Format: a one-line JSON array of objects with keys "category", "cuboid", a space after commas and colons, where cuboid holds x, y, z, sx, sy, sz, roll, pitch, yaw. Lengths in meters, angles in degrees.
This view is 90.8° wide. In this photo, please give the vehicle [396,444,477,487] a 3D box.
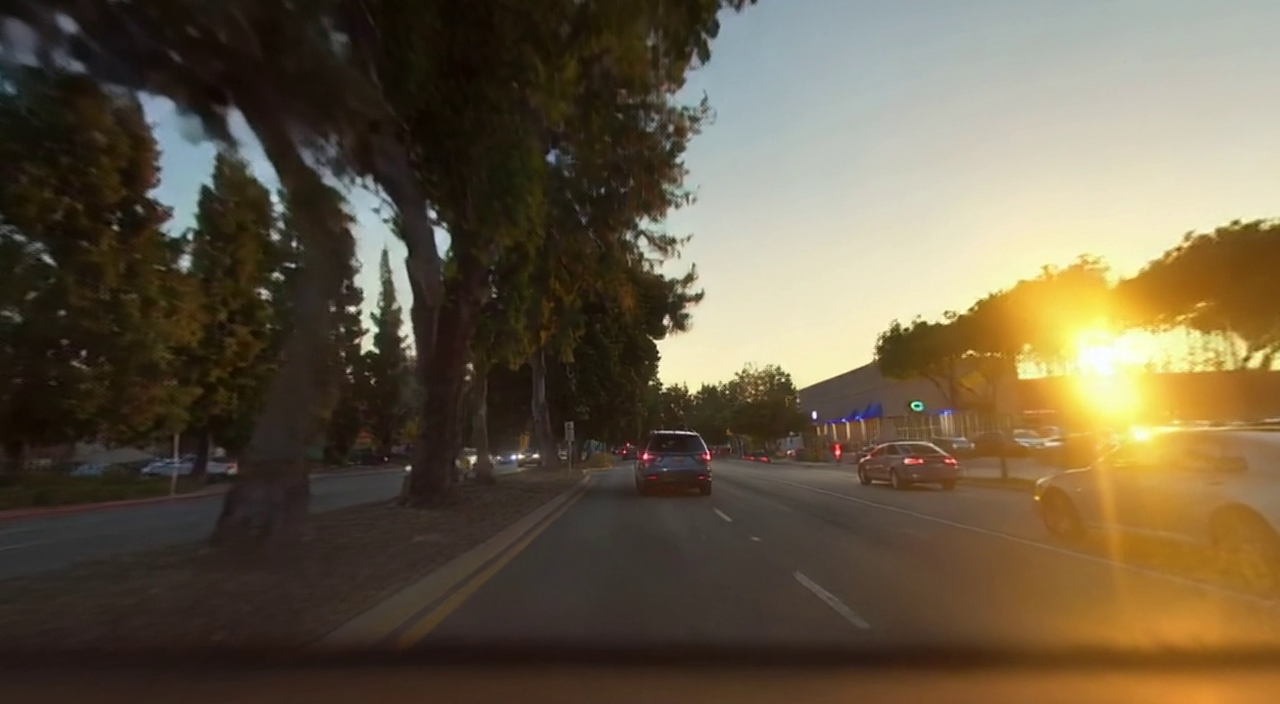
[{"category": "vehicle", "cuboid": [-8.944, 4.999, 28.220, 2.196, 1.717, 4.453, 0, -8, -1]}]

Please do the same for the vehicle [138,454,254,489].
[{"category": "vehicle", "cuboid": [-26.876, 7.180, 38.303, 5.966, 1.957, 2.305, -2, -9, 14]}]

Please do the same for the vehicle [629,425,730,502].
[{"category": "vehicle", "cuboid": [0.945, 3.141, 18.283, 2.300, 1.870, 4.936, 0, -8, -3]}]

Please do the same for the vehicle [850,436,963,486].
[{"category": "vehicle", "cuboid": [9.074, 3.741, 22.008, 1.894, 1.517, 4.419, 0, -8, -2]}]

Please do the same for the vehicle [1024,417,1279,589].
[{"category": "vehicle", "cuboid": [6.575, 1.514, 6.882, 1.994, 1.488, 4.313, 0, -8, -1]}]
